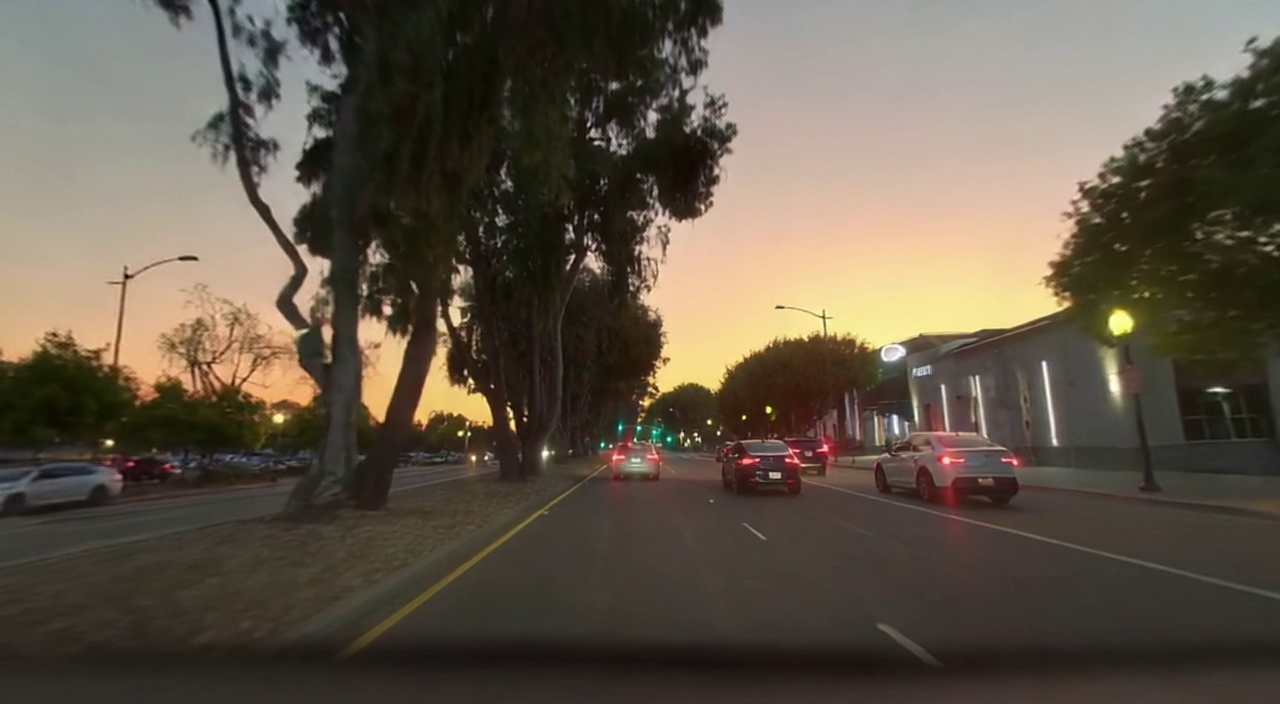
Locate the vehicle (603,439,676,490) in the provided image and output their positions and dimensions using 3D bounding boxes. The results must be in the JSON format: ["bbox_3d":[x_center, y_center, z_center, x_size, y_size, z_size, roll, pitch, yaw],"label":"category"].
[{"bbox_3d":[-0.049,3.552,20.312,2.101,1.444,4.248,0,-9,-1],"label":"vehicle"}]

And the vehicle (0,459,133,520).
[{"bbox_3d":[-17.577,3.874,18.117,2.069,1.460,4.716,0,-9,1],"label":"vehicle"}]

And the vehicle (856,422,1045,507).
[{"bbox_3d":[7.154,2.649,15.306,2.052,1.708,4.842,0,-9,0],"label":"vehicle"}]

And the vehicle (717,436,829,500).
[{"bbox_3d":[3.379,3.038,16.937,1.993,1.477,4.240,0,-9,-1],"label":"vehicle"}]
